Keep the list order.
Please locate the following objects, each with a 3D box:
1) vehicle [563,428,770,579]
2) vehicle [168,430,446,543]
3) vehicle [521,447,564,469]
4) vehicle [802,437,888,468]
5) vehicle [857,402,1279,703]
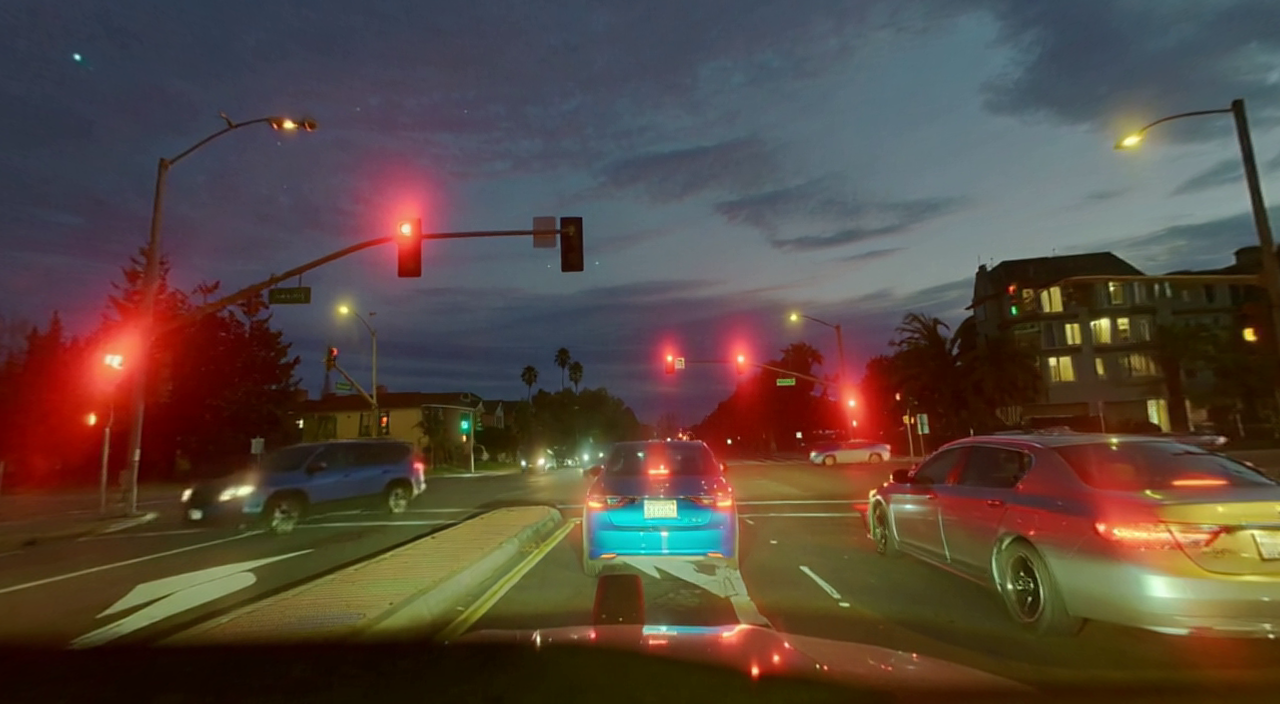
[{"bbox_3d":[0.307,1.819,8.333,2.090,1.505,3.756,-1,-9,1],"label":"vehicle"},{"bbox_3d":[-6.325,2.569,12.842,1.988,1.799,4.789,-4,-9,20],"label":"vehicle"},{"bbox_3d":[-6.916,7.588,45.315,2.093,1.476,4.278,-1,-9,4],"label":"vehicle"},{"bbox_3d":[11.535,5.661,35.607,4.240,1.615,1.936,-6,-10,31],"label":"vehicle"},{"bbox_3d":[3.663,1.337,5.430,1.888,1.486,4.681,0,-9,-1],"label":"vehicle"}]
